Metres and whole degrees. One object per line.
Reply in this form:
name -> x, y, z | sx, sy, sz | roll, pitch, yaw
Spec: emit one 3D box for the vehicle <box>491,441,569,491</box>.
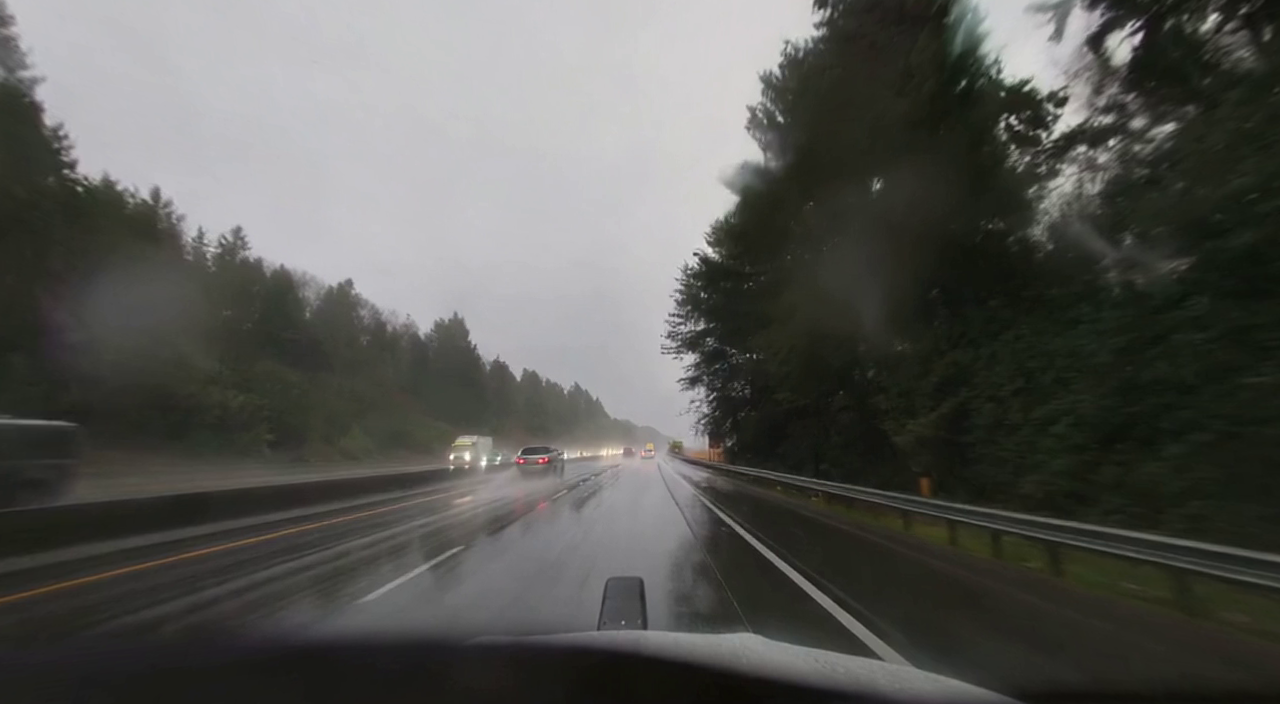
vehicle -> -3.976, 4.200, 23.583 | 2.095, 1.664, 4.305 | 0, -9, 1
